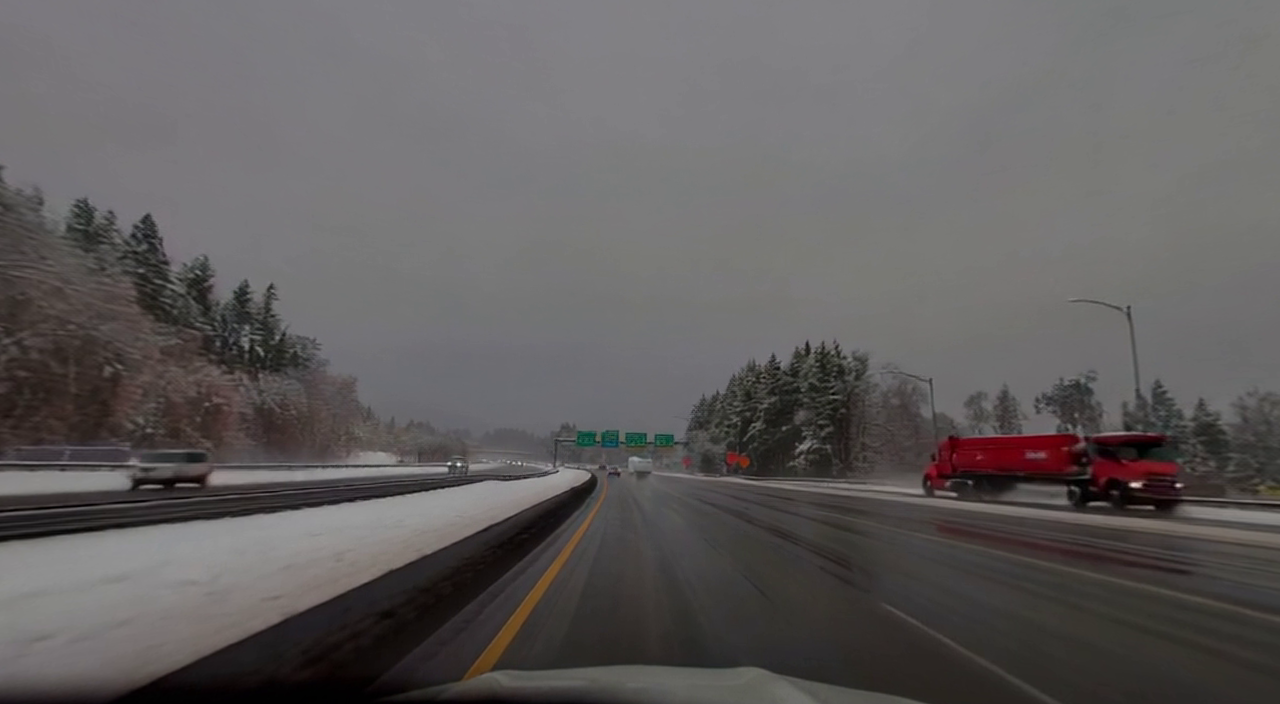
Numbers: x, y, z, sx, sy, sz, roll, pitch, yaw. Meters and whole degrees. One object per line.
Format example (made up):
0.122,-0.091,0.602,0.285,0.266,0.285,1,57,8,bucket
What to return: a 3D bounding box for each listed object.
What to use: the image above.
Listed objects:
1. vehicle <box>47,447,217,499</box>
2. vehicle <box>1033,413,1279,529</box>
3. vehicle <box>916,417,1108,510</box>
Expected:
-16.432,3.968,20.717,1.946,1.475,4.594,1,-10,-3,vehicle
16.836,3.946,21.025,2.827,3.120,6.502,4,-10,-3,vehicle
16.326,5.105,28.705,2.902,3.371,8.875,4,-11,-4,vehicle
